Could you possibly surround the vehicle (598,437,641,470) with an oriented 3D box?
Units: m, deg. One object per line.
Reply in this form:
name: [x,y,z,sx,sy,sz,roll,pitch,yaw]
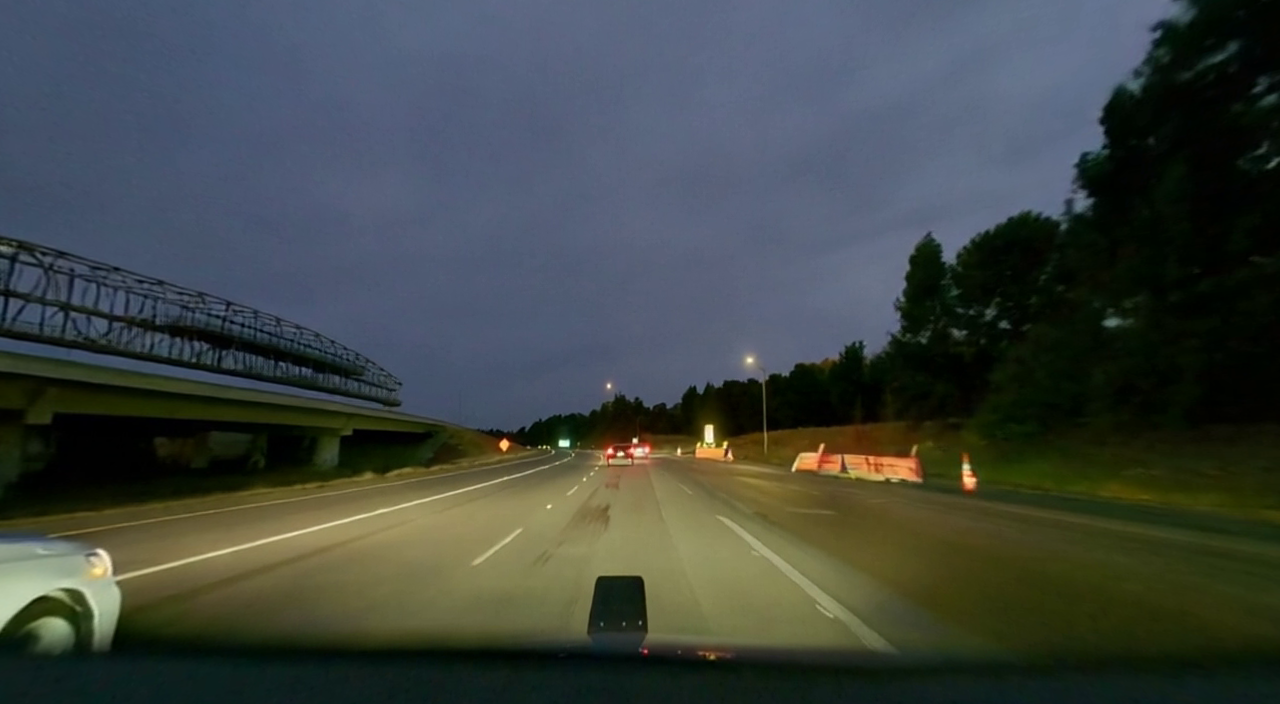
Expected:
vehicle: [-1.256,5.943,37.229,2.328,1.805,4.502,0,-8,-3]
